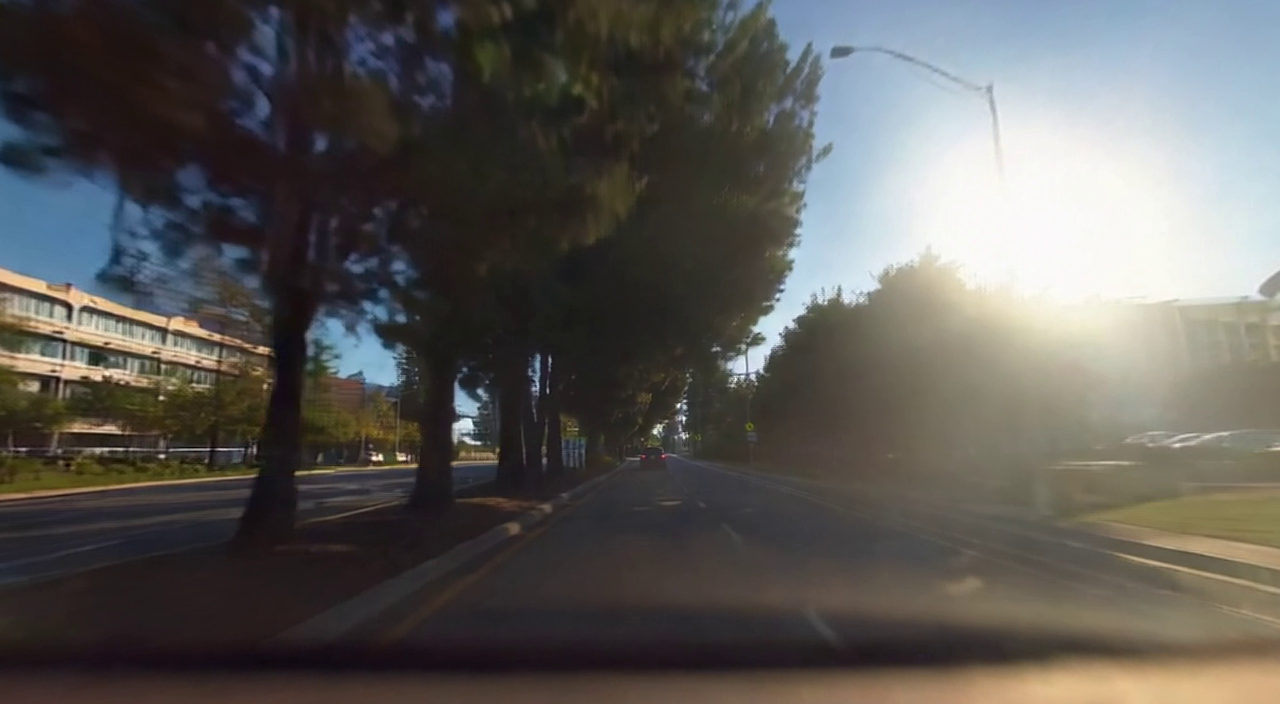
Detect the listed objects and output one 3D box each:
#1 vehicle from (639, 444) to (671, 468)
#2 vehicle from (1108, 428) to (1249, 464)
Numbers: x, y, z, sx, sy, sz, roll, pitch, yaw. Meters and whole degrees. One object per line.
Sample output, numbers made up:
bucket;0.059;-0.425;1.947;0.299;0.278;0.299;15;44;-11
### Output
vehicle;1.026;7.432;45.236;2.158;1.600;3.865;0;-8;-1
vehicle;26.885;4.740;31.875;2.143;1.623;5.235;1;-8;-7
